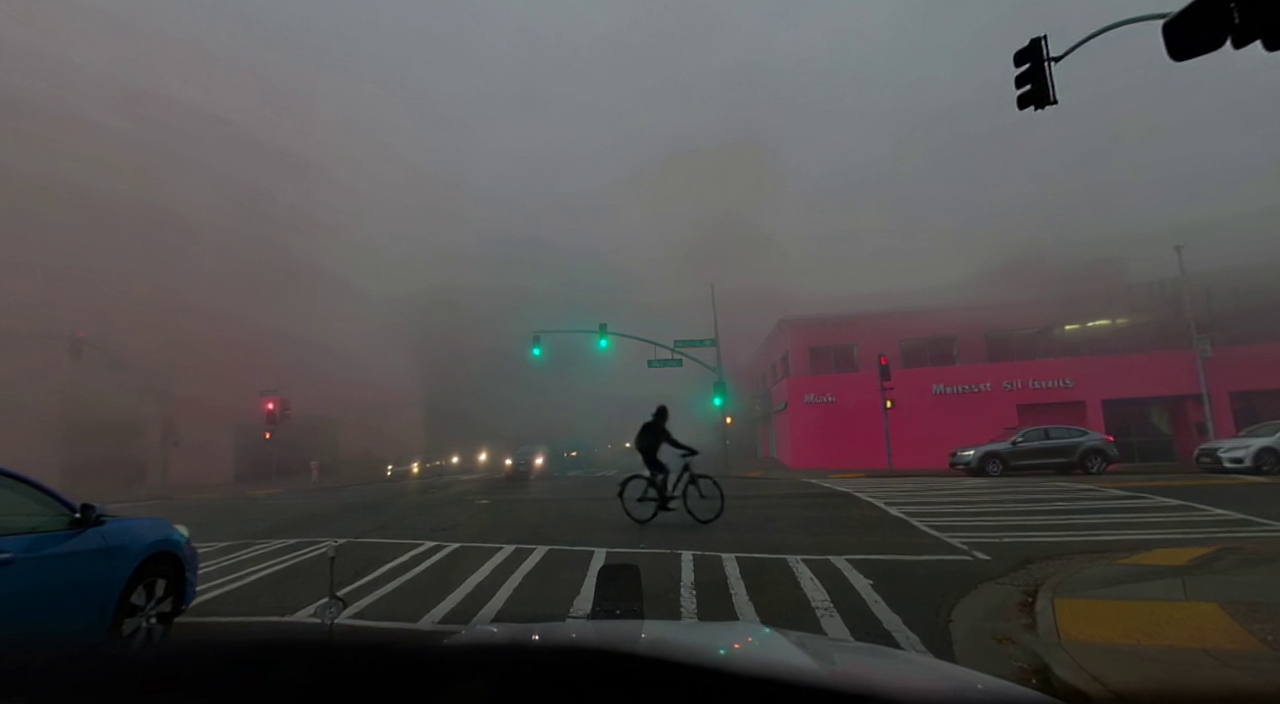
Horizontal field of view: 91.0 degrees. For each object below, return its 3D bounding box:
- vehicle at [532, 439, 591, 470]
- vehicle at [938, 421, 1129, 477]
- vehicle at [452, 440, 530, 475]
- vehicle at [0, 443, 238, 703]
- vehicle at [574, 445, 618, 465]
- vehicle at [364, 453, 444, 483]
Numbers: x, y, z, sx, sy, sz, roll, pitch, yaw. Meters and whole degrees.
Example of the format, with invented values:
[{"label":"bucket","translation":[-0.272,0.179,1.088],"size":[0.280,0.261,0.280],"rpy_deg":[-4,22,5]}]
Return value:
[{"label":"vehicle","translation":[-4.501,5.980,36.868],"size":[1.928,1.647,4.575],"rpy_deg":[-2,-9,13]},{"label":"vehicle","translation":[11.574,2.892,18.802],"size":[4.355,1.546,1.820],"rpy_deg":[-1,-9,6]},{"label":"vehicle","translation":[-8.388,5.978,36.054],"size":[2.152,1.825,5.406],"rpy_deg":[-2,-9,12]},{"label":"vehicle","translation":[-3.671,0.977,2.153],"size":[1.759,1.325,4.295],"rpy_deg":[0,-9,0]},{"label":"vehicle","translation":[-3.024,7.188,44.115],"size":[1.743,1.362,4.350],"rpy_deg":[-2,-9,14]},{"label":"vehicle","translation":[-12.569,6.177,33.898],"size":[1.976,1.425,4.567],"rpy_deg":[-1,-9,9]}]
